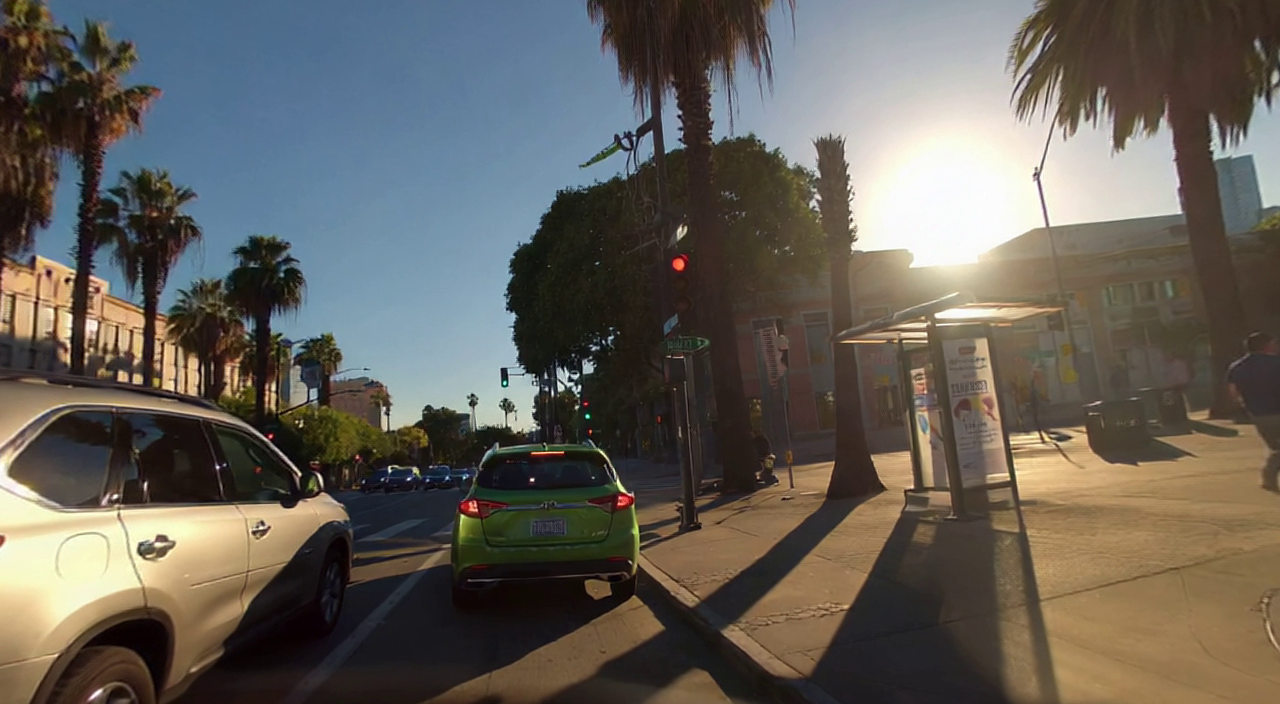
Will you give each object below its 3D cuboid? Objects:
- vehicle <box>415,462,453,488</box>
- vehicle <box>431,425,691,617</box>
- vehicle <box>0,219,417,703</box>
[{"bbox_3d":[-14.623,8.688,44.989,1.964,1.642,4.085,1,-9,-10],"label":"vehicle"},{"bbox_3d":[-1.014,1.651,7.233,2.065,1.467,4.289,2,-9,-11],"label":"vehicle"},{"bbox_3d":[-2.766,0.907,3.227,2.098,1.851,4.571,1,-9,-7],"label":"vehicle"}]
